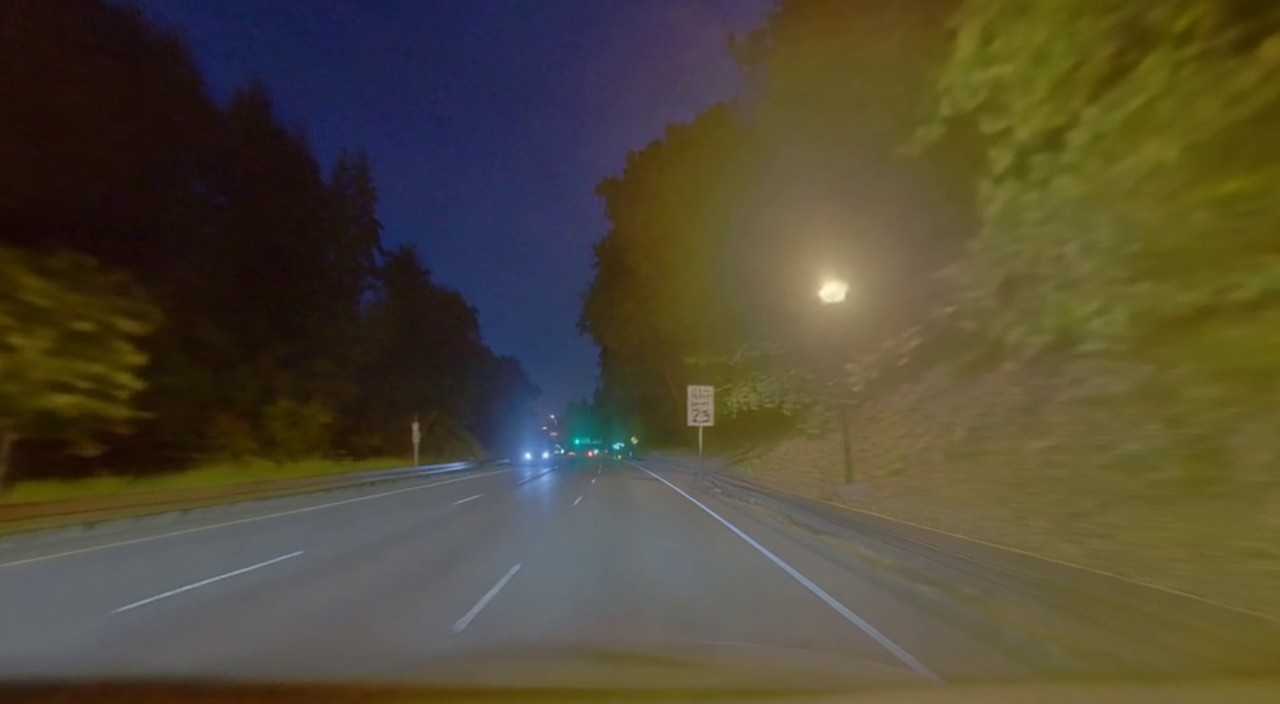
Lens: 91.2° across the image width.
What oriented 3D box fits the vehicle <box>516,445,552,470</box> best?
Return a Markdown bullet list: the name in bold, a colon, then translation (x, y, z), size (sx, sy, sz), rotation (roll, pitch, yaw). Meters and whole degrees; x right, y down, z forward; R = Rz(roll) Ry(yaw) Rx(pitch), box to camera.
- **vehicle**: translation (-7.719, 7.722, 46.029), size (2.017, 1.725, 4.115), rotation (0, -9, -2)
